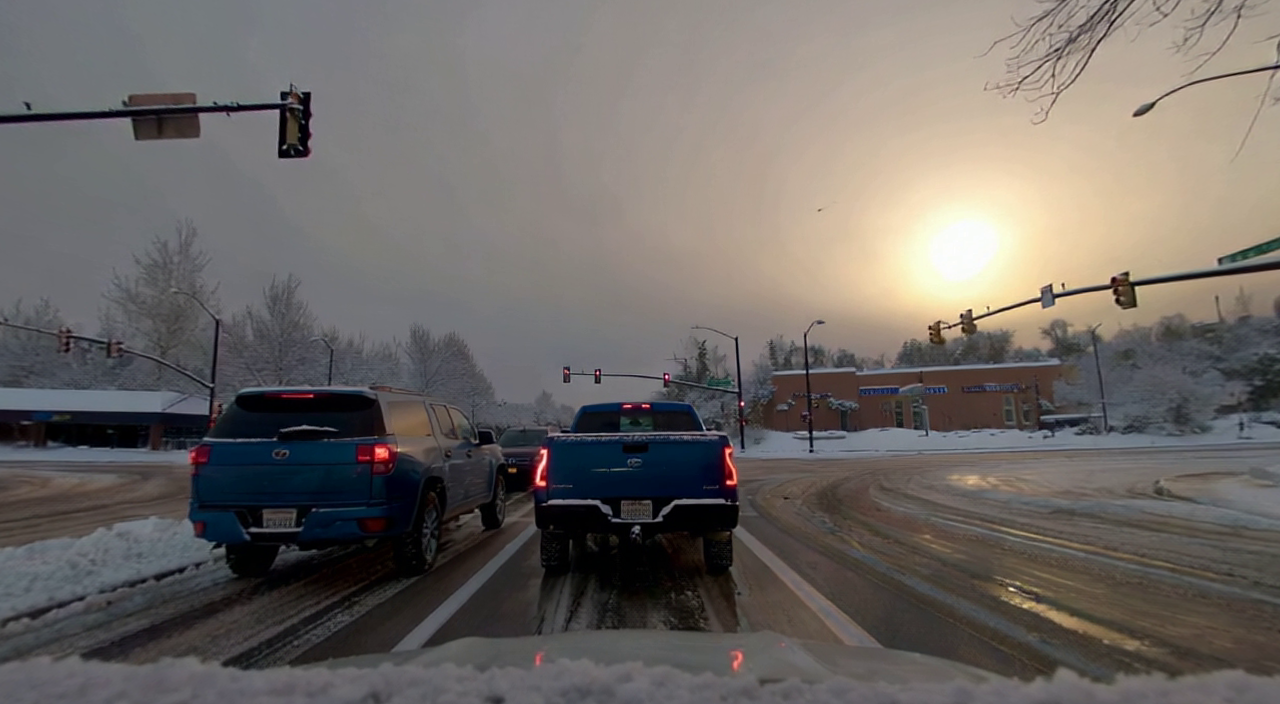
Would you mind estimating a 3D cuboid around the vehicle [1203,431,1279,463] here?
[{"bbox_3d":[36.073,5.519,36.510,4.714,1.754,2.041,0,-8,-2],"label":"vehicle"}]

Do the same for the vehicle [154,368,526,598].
[{"bbox_3d":[-2.968,1.451,7.786,2.220,1.926,4.870,0,-8,-1],"label":"vehicle"}]

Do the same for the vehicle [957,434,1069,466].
[{"bbox_3d":[19.314,5.068,32.597,4.624,1.601,1.871,0,-8,-3],"label":"vehicle"}]

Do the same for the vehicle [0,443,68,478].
[{"bbox_3d":[-32.168,5.456,31.699,4.406,1.682,2.040,0,-8,-2],"label":"vehicle"}]

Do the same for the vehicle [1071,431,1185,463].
[{"bbox_3d":[27.944,5.423,36.041,4.849,1.759,2.041,0,-8,-2],"label":"vehicle"}]

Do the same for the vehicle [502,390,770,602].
[{"bbox_3d":[-0.060,1.531,7.609,2.204,1.738,4.690,0,-8,-1],"label":"vehicle"}]
